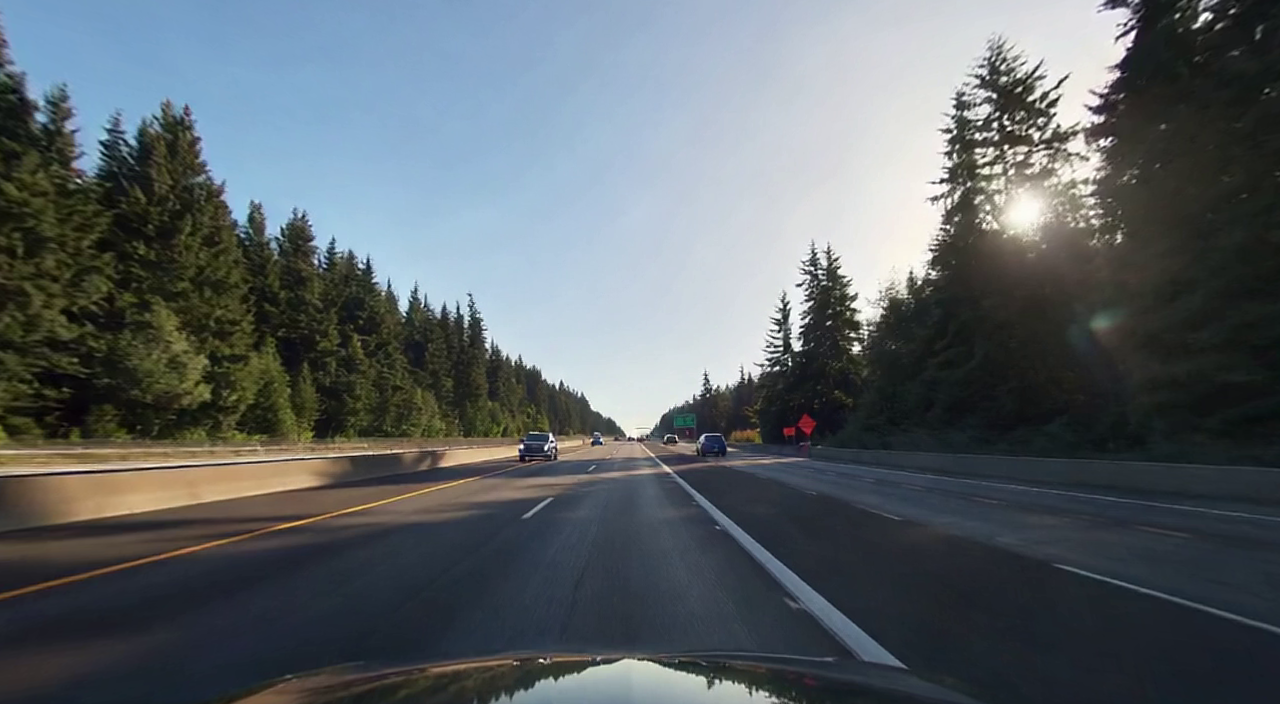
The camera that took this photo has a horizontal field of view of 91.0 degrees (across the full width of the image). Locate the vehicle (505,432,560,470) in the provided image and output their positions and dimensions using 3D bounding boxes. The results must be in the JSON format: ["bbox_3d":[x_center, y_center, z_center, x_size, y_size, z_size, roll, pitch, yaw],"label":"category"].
[{"bbox_3d":[-5.295,4.942,31.618,2.067,1.721,4.529,0,-8,-1],"label":"vehicle"}]
